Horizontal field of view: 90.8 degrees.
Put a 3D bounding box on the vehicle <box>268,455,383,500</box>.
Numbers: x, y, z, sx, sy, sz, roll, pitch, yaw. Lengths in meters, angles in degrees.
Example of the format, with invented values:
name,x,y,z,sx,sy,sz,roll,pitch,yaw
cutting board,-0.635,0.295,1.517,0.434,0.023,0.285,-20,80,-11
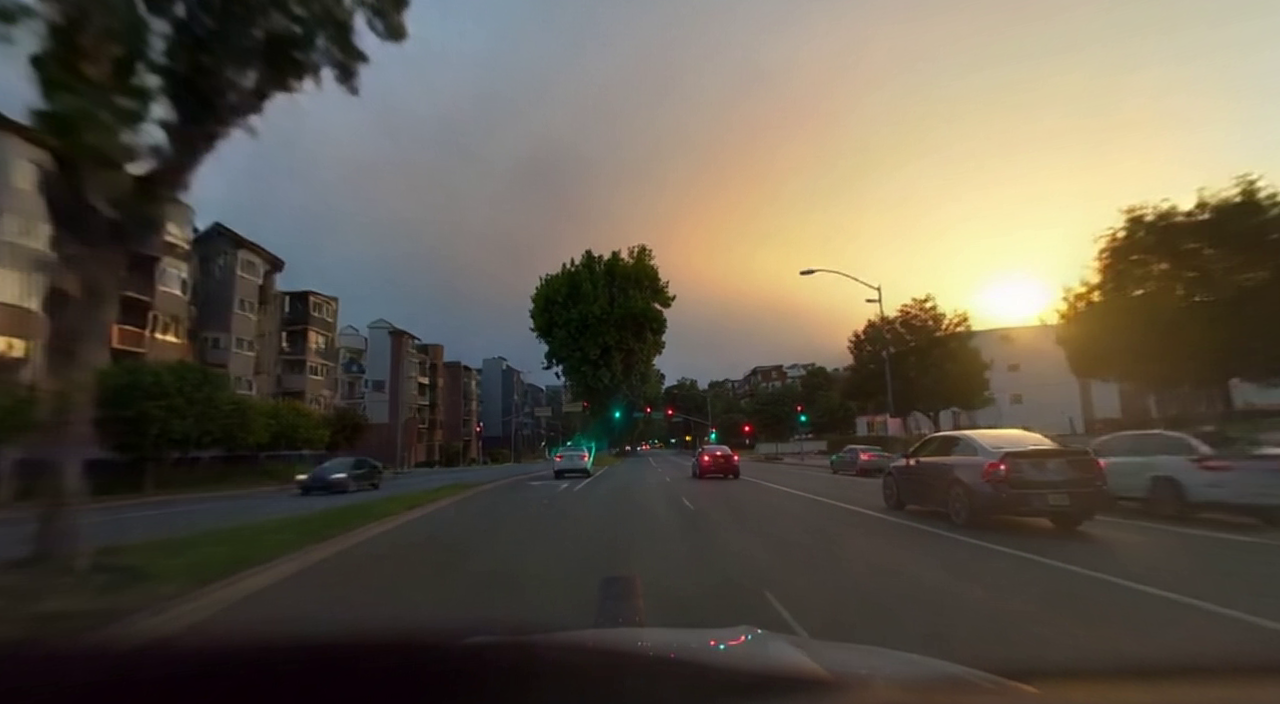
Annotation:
name,x,y,z,sx,sy,sz,roll,pitch,yaw
vehicle,-11.773,4.708,24.071,2.028,1.490,4.475,0,-9,1

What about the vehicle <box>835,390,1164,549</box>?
name,x,y,z,sx,sy,sz,roll,pitch,yaw
vehicle,5.492,1.933,11.028,2.427,2.017,5.763,0,-9,1

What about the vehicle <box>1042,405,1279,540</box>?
name,x,y,z,sx,sy,sz,roll,pitch,yaw
vehicle,9.613,2.015,11.078,2.064,1.837,4.724,0,-9,1

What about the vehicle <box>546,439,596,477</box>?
name,x,y,z,sx,sy,sz,roll,pitch,yaw
vehicle,-3.378,5.278,31.615,2.065,1.716,4.265,0,-9,-1

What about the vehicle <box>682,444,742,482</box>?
name,x,y,z,sx,sy,sz,roll,pitch,yaw
vehicle,2.992,4.713,27.198,2.003,1.480,4.494,0,-9,-1
